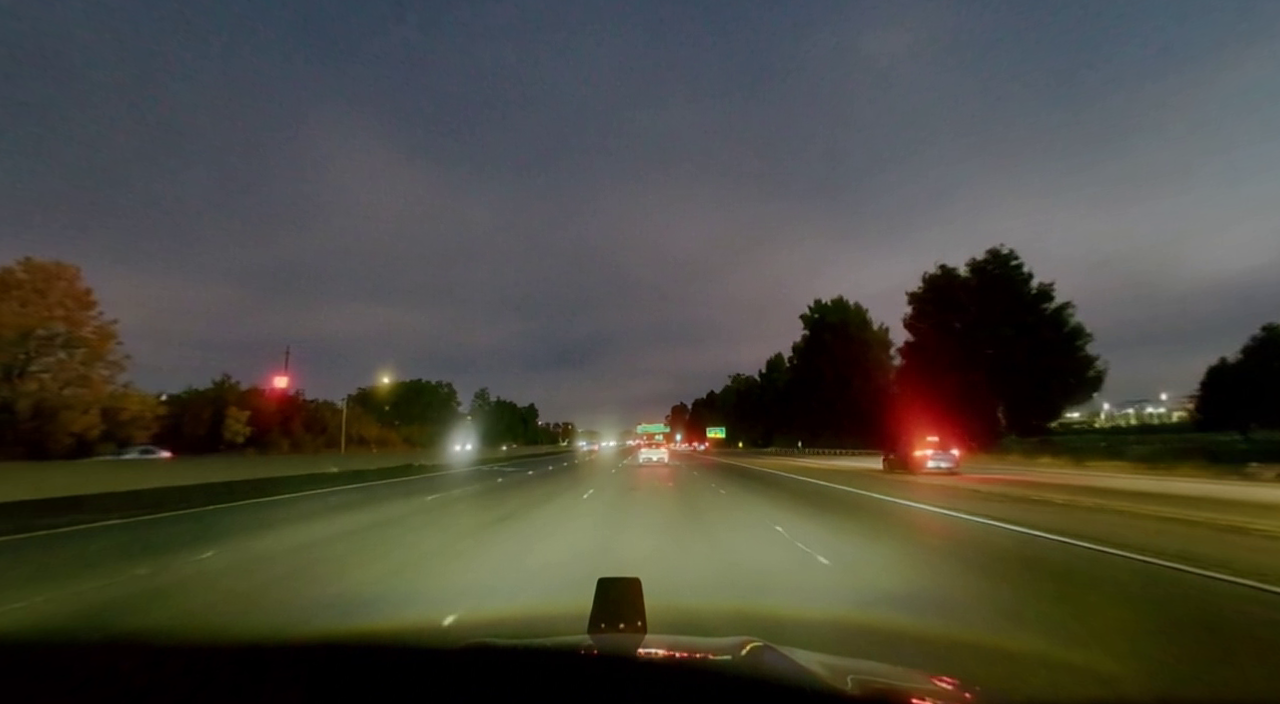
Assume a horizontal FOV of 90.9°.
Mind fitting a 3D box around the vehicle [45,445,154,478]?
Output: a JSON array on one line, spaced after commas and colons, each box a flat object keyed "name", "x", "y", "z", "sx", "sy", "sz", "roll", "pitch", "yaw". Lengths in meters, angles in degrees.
[{"name": "vehicle", "x": -32.266, "y": 6.525, "z": 37.871, "sx": 2.002, "sy": 1.777, "sz": 5.022, "roll": 0, "pitch": -8, "yaw": 1}]

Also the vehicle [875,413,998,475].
[{"name": "vehicle", "x": 12.950, "y": 4.095, "z": 28.193, "sx": 2.336, "sy": 2.415, "sz": 6.056, "roll": 0, "pitch": -8, "yaw": -2}]

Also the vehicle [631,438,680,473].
[{"name": "vehicle", "x": 0.664, "y": 4.734, "z": 29.135, "sx": 2.112, "sy": 1.482, "sz": 4.082, "roll": 0, "pitch": -8, "yaw": 0}]
